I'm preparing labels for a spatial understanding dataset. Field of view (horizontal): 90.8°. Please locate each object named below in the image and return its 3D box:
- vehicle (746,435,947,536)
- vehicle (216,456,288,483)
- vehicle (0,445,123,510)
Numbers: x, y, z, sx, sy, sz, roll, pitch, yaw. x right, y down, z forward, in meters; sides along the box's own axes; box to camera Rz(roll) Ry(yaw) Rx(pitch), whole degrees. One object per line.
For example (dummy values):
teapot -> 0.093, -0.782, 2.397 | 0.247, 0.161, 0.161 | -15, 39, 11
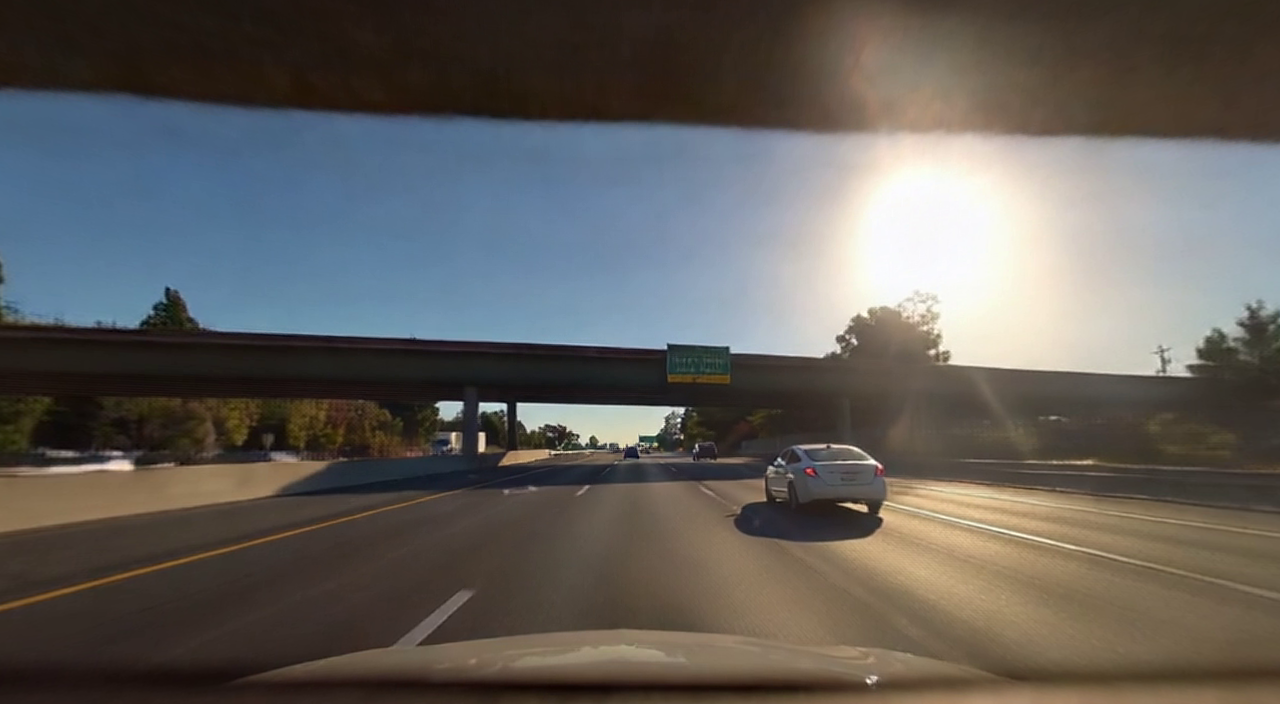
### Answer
vehicle -> 3.461, 2.326, 11.712 | 2.076, 1.472, 4.562 | 0, -9, -2
vehicle -> -23.586, 7.146, 38.570 | 1.821, 1.507, 4.069 | 1, -9, 0
vehicle -> -19.872, 3.986, 20.462 | 2.043, 1.830, 4.879 | 0, -8, 0
